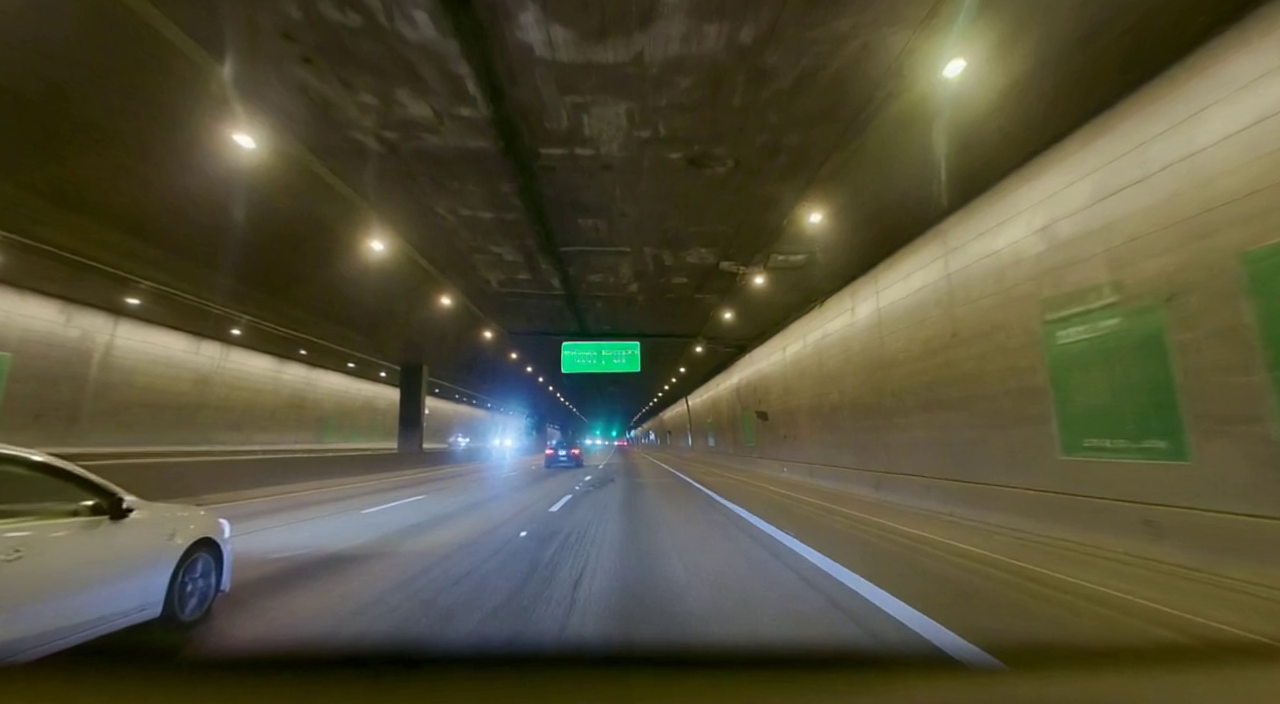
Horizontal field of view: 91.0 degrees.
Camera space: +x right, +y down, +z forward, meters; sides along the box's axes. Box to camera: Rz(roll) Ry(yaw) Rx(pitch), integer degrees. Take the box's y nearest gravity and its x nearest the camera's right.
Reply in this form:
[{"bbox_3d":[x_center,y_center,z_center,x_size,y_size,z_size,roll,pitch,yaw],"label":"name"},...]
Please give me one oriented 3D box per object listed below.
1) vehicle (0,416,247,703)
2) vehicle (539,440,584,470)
[{"bbox_3d":[-3.931,0.978,2.589,1.885,1.424,4.230,-1,-8,0],"label":"vehicle"},{"bbox_3d":[-4.160,5.525,34.111,1.973,1.474,4.199,0,-8,-1],"label":"vehicle"}]
